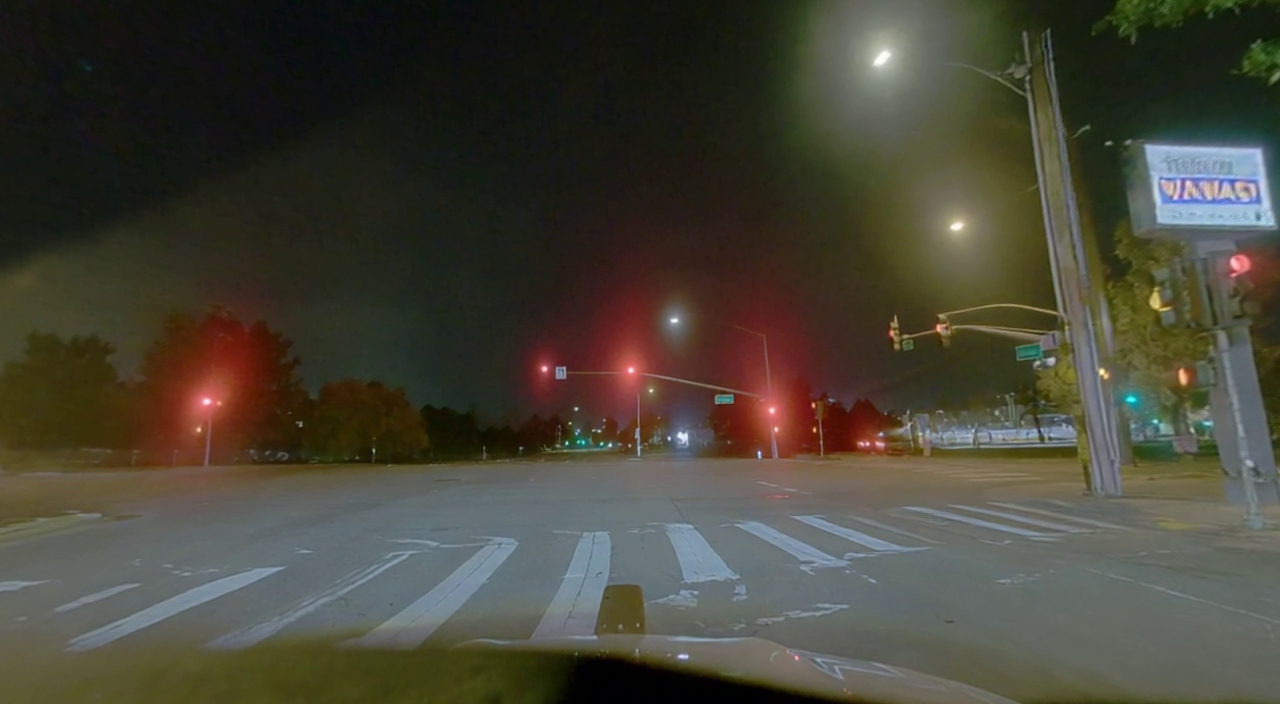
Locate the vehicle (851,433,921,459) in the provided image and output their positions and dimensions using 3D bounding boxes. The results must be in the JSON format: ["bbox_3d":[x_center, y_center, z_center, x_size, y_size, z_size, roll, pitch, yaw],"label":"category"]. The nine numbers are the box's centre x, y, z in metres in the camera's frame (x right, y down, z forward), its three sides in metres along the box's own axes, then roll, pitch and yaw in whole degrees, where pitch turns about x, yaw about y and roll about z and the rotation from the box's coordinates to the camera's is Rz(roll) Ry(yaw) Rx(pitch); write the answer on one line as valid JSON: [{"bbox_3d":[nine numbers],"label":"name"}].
[{"bbox_3d":[17.631,6.745,45.232,4.600,1.783,1.970,4,-10,-26],"label":"vehicle"}]
